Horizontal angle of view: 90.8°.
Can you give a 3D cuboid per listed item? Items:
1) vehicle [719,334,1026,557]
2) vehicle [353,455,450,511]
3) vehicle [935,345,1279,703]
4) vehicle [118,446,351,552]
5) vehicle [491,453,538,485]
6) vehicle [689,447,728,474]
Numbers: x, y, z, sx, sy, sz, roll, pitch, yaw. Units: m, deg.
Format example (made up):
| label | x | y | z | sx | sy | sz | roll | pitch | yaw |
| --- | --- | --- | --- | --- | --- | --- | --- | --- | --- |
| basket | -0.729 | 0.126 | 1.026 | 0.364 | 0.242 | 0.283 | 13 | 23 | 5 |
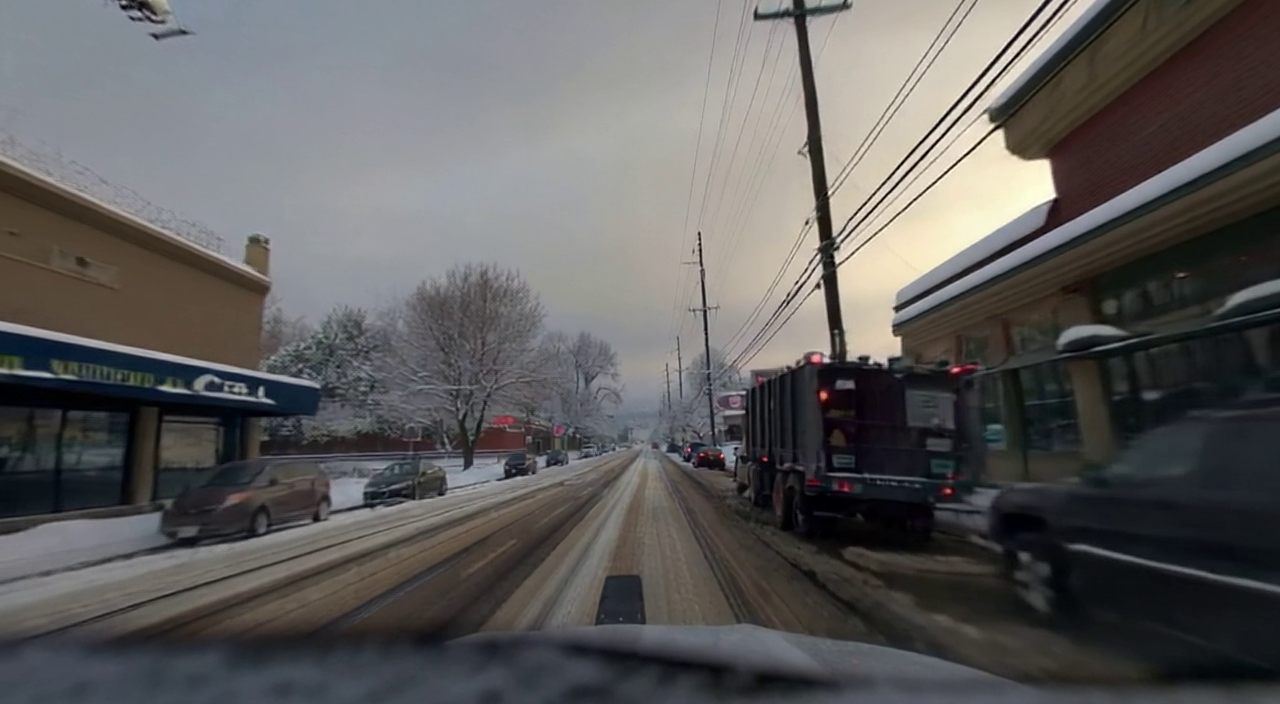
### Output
| label | x | y | z | sx | sy | sz | roll | pitch | yaw |
| --- | --- | --- | --- | --- | --- | --- | --- | --- | --- |
| vehicle | 3.998 | 1.879 | 13.748 | 3.011 | 3.127 | 8.608 | -4 | -7 | -2 |
| vehicle | -7.623 | 4.182 | 20.564 | 1.678 | 1.468 | 3.706 | -4 | -9 | 1 |
| vehicle | 3.766 | 0.949 | 3.270 | 2.097 | 1.784 | 4.915 | -1 | -8 | 0 |
| vehicle | -7.699 | 2.754 | 12.612 | 1.882 | 1.639 | 4.187 | -3 | -8 | 0 |
| vehicle | -7.241 | 6.761 | 36.798 | 1.787 | 1.543 | 4.052 | -4 | -8 | 1 |
| vehicle | 4.262 | 6.792 | 39.798 | 1.990 | 1.521 | 4.693 | -1 | -8 | 1 |
